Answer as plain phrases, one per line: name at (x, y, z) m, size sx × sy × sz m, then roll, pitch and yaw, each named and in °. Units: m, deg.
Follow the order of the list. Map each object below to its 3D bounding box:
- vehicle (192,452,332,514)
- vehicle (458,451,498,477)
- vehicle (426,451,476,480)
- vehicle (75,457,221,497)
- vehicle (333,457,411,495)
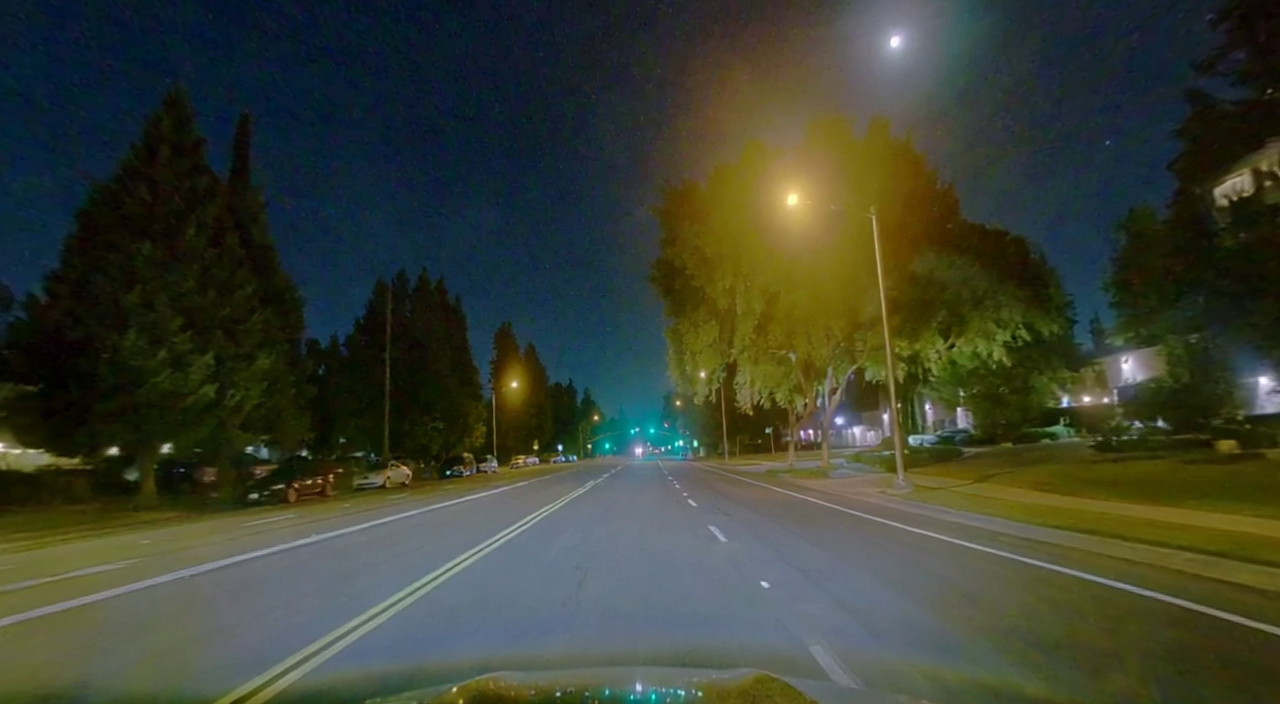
vehicle at (-12.919, 4.464, 22.004) m, size 2.086 × 1.720 × 4.499 m, roll -3°, pitch -8°, yaw 0°
vehicle at (-12.332, 8.554, 48.363) m, size 1.882 × 1.727 × 3.945 m, roll -4°, pitch -8°, yaw 1°
vehicle at (-12.633, 7.625, 42.579) m, size 1.882 × 1.775 × 4.904 m, roll 0°, pitch -9°, yaw 0°
vehicle at (-21.357, 5.401, 27.678) m, size 1.834 × 1.486 × 4.604 m, roll -4°, pitch -9°, yaw 23°
vehicle at (-12.737, 5.897, 30.311) m, size 1.833 × 1.464 × 4.292 m, roll -4°, pitch -8°, yaw 1°
